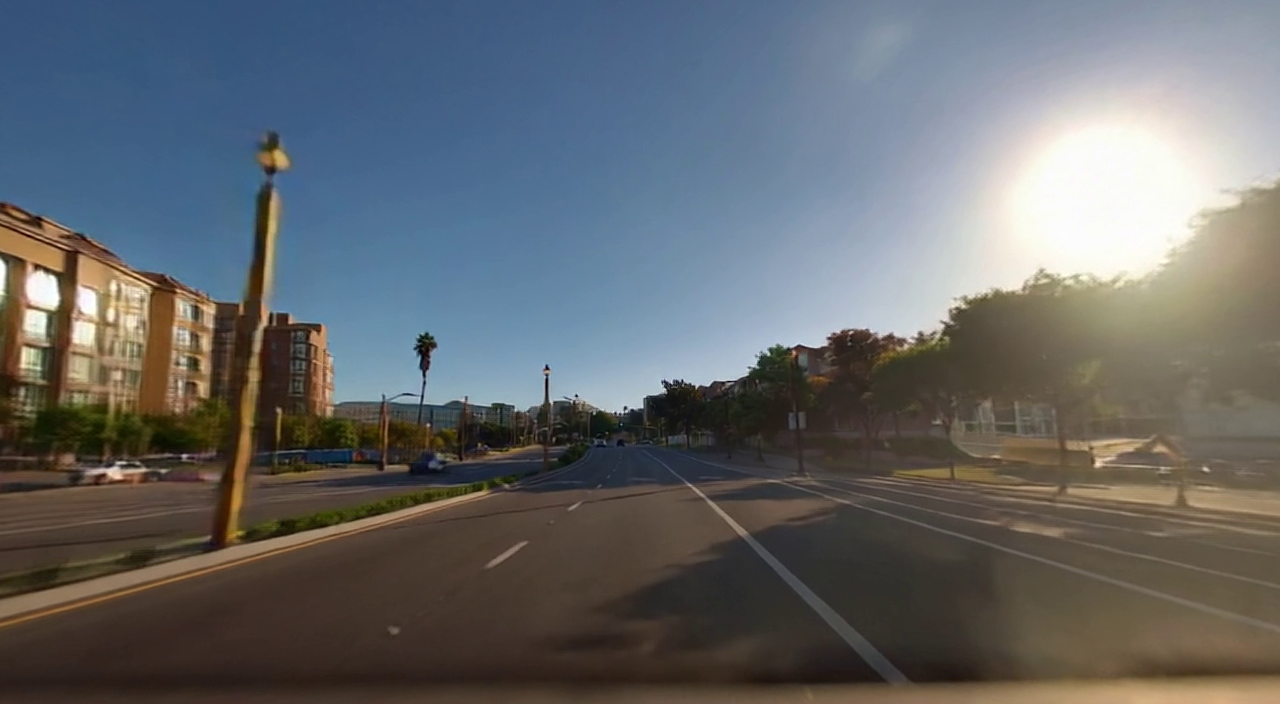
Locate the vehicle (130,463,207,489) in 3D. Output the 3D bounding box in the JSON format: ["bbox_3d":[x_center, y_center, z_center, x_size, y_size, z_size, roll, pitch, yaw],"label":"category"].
[{"bbox_3d":[-28.937,7.623,38.806,1.629,1.411,3.897,-1,-9,2],"label":"vehicle"}]

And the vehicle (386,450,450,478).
[{"bbox_3d":[-12.486,6.306,35.758,1.811,1.433,4.387,-1,-9,4],"label":"vehicle"}]

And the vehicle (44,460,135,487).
[{"bbox_3d":[-34.474,7.589,39.570,3.844,1.533,1.734,4,-10,-26],"label":"vehicle"}]
